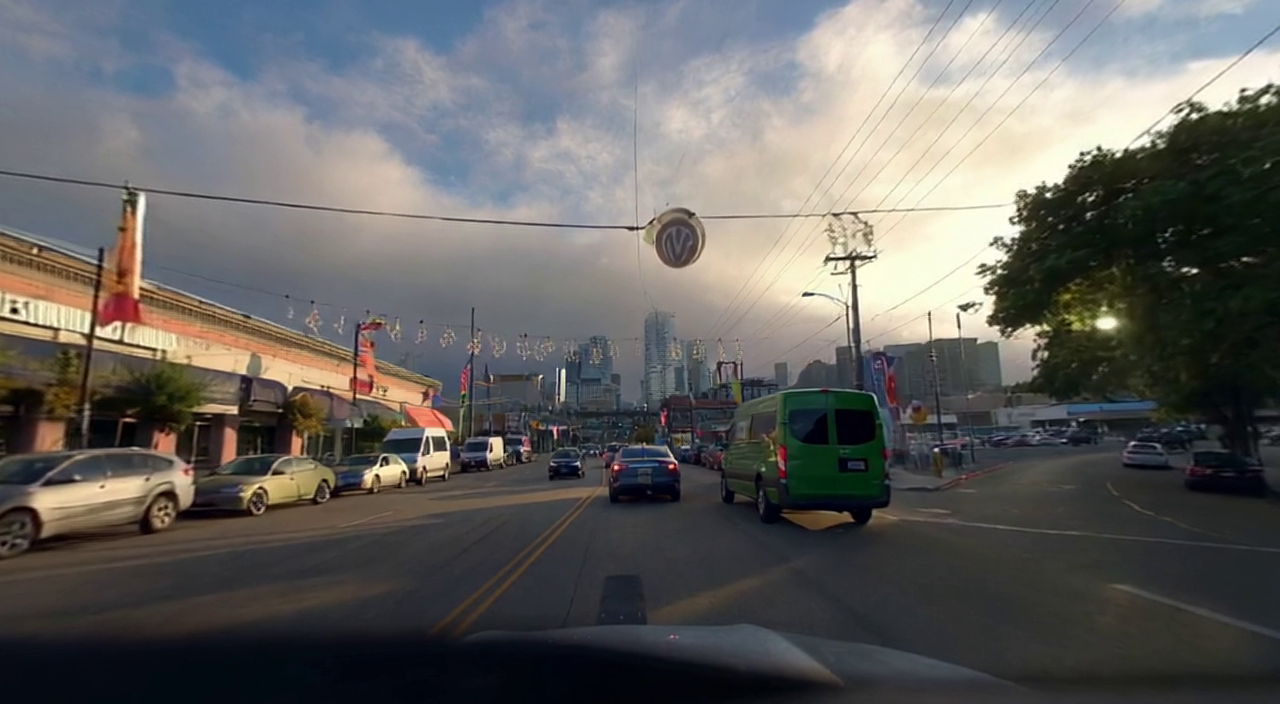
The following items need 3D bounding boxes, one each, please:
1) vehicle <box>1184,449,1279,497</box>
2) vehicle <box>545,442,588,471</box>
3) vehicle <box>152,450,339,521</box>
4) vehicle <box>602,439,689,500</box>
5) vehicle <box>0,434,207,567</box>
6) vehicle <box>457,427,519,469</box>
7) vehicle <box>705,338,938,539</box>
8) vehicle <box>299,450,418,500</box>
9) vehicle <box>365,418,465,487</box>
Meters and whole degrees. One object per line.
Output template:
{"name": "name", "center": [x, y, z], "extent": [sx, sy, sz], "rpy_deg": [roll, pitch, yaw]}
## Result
{"name": "vehicle", "center": [20.515, 4.105, 21.897], "extent": [2.058, 1.478, 4.429], "rpy_deg": [-6, -11, 36]}
{"name": "vehicle", "center": [-4.018, 5.821, 35.291], "extent": [1.974, 1.484, 4.400], "rpy_deg": [0, -9, -1]}
{"name": "vehicle", "center": [-9.658, 3.251, 16.002], "extent": [1.848, 1.517, 4.452], "rpy_deg": [0, -9, 0]}
{"name": "vehicle", "center": [0.130, 3.194, 17.617], "extent": [2.112, 1.464, 4.411], "rpy_deg": [0, -9, 0]}
{"name": "vehicle", "center": [-9.562, 2.220, 10.050], "extent": [2.156, 1.745, 4.504], "rpy_deg": [0, -9, -1]}
{"name": "vehicle", "center": [-10.010, 6.404, 42.287], "extent": [2.964, 2.597, 6.437], "rpy_deg": [0, -9, -4]}
{"name": "vehicle", "center": [3.002, 1.756, 12.747], "extent": [2.419, 2.927, 6.907], "rpy_deg": [0, -9, -2]}
{"name": "vehicle", "center": [-9.579, 4.184, 22.003], "extent": [2.063, 1.481, 4.722], "rpy_deg": [0, -9, -2]}
{"name": "vehicle", "center": [-9.795, 4.442, 28.181], "extent": [2.398, 2.723, 5.816], "rpy_deg": [0, -9, -2]}
